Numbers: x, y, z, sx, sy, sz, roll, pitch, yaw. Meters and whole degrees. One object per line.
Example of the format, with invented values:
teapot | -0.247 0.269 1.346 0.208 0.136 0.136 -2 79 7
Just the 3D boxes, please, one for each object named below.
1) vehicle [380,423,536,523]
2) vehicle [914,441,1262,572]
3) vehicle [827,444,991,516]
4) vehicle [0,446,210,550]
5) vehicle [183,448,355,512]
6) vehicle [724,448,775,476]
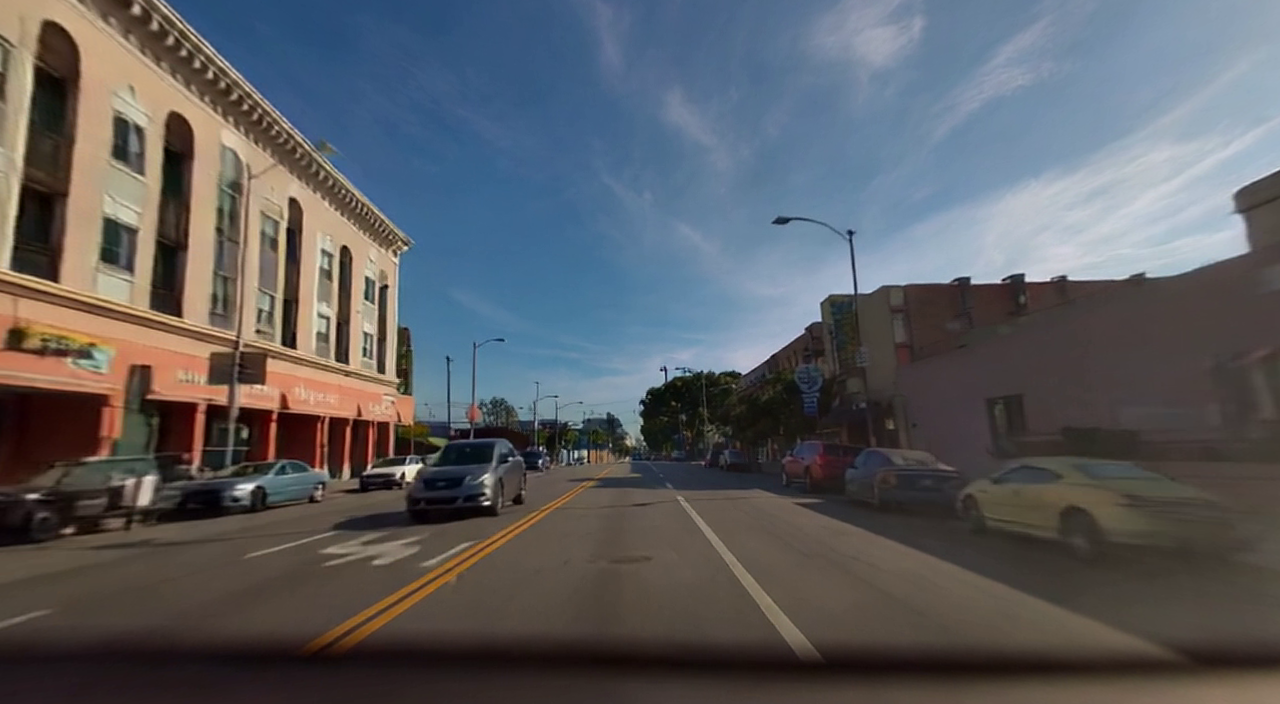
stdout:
vehicle | -3.514 2.405 13.122 1.980 1.718 4.120 0 -8 0
vehicle | 6.185 2.121 9.661 1.837 1.482 4.706 0 -8 0
vehicle | 6.261 2.988 15.377 1.966 1.472 4.363 0 -8 -2
vehicle | -10.193 2.507 11.562 1.812 1.531 3.934 0 -8 1
vehicle | -9.960 3.430 17.518 1.886 1.493 4.689 0 -8 1
vehicle | 6.144 6.218 36.039 1.902 1.484 4.714 0 -8 -2
